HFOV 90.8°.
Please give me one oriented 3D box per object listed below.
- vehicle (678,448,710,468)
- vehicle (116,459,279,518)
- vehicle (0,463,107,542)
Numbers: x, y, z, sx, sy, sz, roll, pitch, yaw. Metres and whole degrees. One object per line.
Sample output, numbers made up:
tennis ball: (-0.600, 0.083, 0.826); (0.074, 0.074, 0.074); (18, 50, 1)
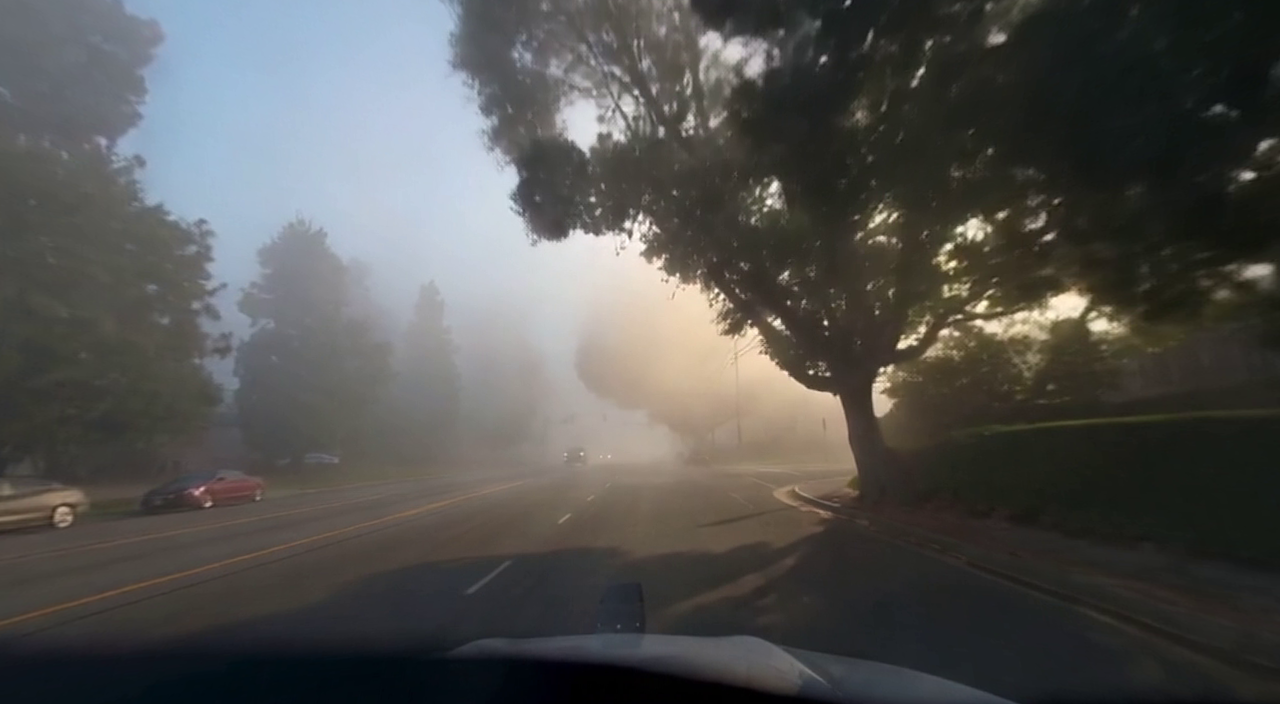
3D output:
vehicle: (4.166, 8.211, 49.161); (2.031, 1.500, 4.590); (0, -8, -1)
vehicle: (-13.696, 4.213, 19.962); (1.863, 1.481, 4.363); (-2, -9, 2)
vehicle: (-13.850, 3.108, 12.975); (1.936, 1.489, 4.311); (0, -8, 2)
